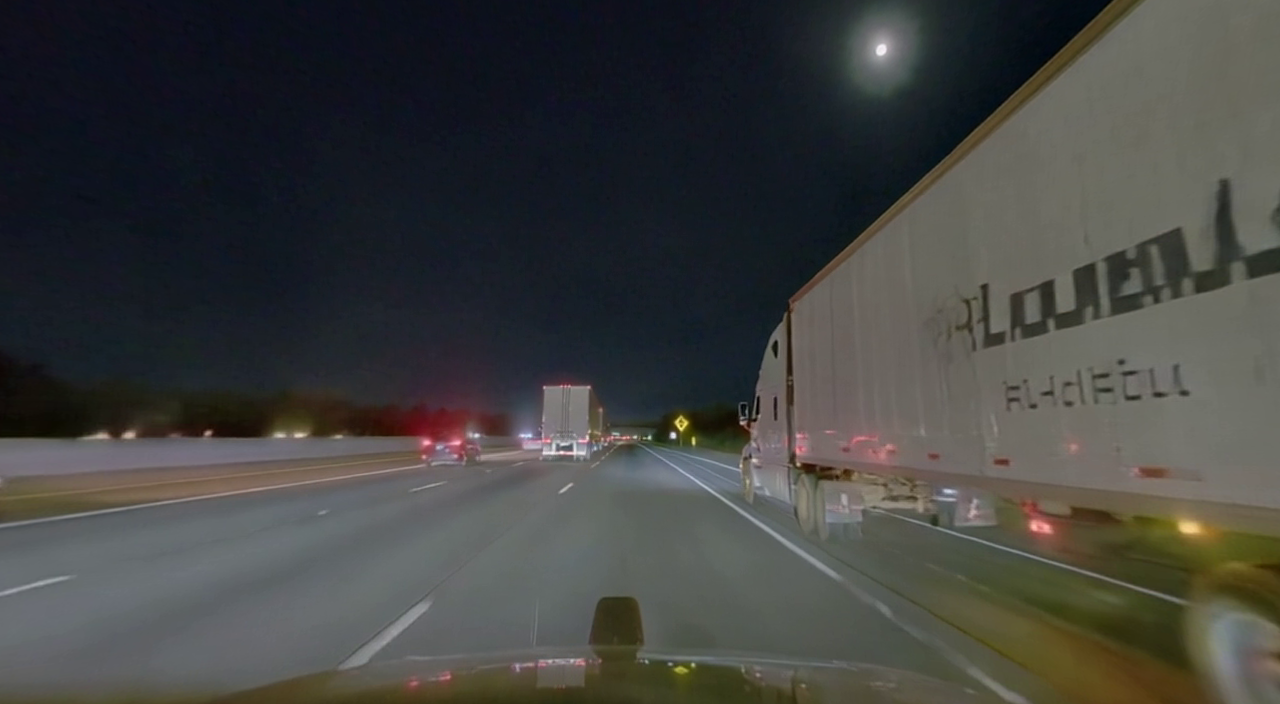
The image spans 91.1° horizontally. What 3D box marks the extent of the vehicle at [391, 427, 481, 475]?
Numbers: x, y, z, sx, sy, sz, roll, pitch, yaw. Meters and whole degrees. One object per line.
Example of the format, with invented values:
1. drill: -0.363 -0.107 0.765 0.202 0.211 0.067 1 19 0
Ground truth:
1. vehicle: -7.798 3.807 24.550 2.075 1.691 4.431 0 -8 0

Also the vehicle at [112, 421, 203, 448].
1. vehicle: -28.182 4.856 36.909 1.823 1.471 4.473 0 -8 0

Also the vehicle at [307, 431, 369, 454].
1. vehicle: -20.561 6.202 43.048 2.075 1.482 4.428 0 -8 0

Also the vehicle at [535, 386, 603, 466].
1. vehicle: -3.970 4.612 37.989 3.002 3.987 12.477 -1 -8 -2
